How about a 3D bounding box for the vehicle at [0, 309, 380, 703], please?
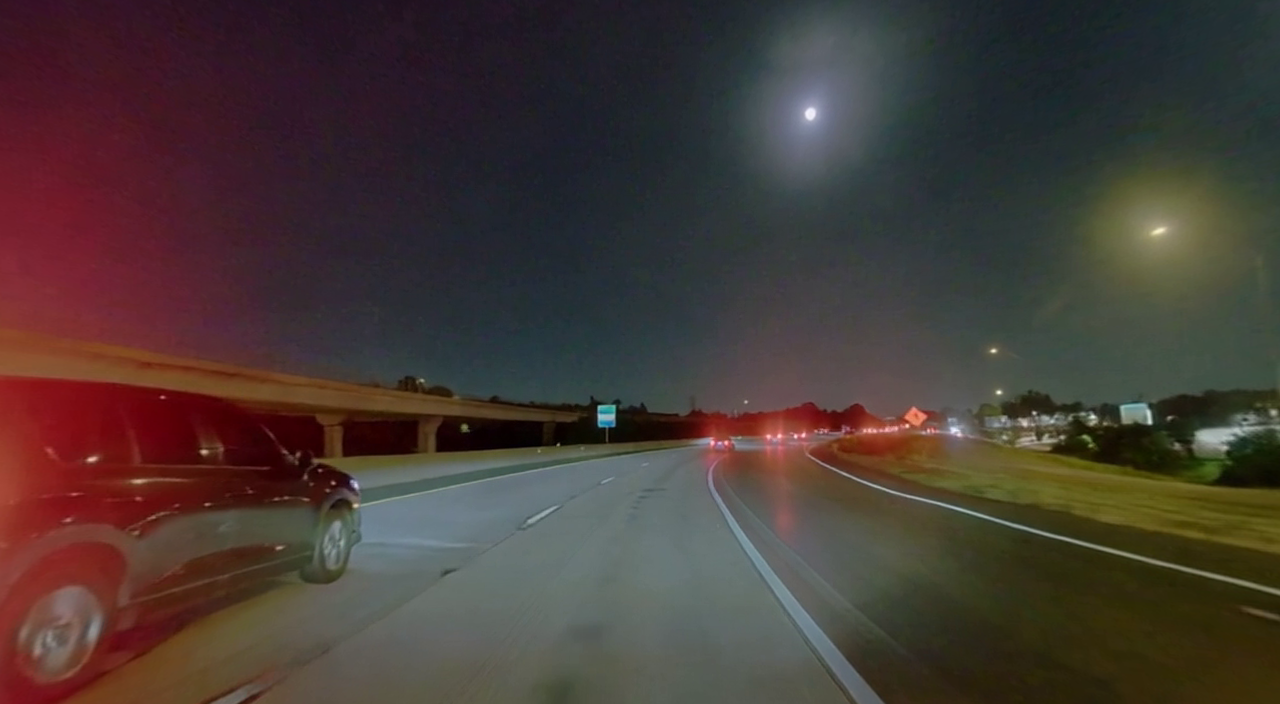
[{"bbox_3d":[-3.318,0.759,2.842,2.106,1.640,4.853,0,-8,1],"label":"vehicle"}]
